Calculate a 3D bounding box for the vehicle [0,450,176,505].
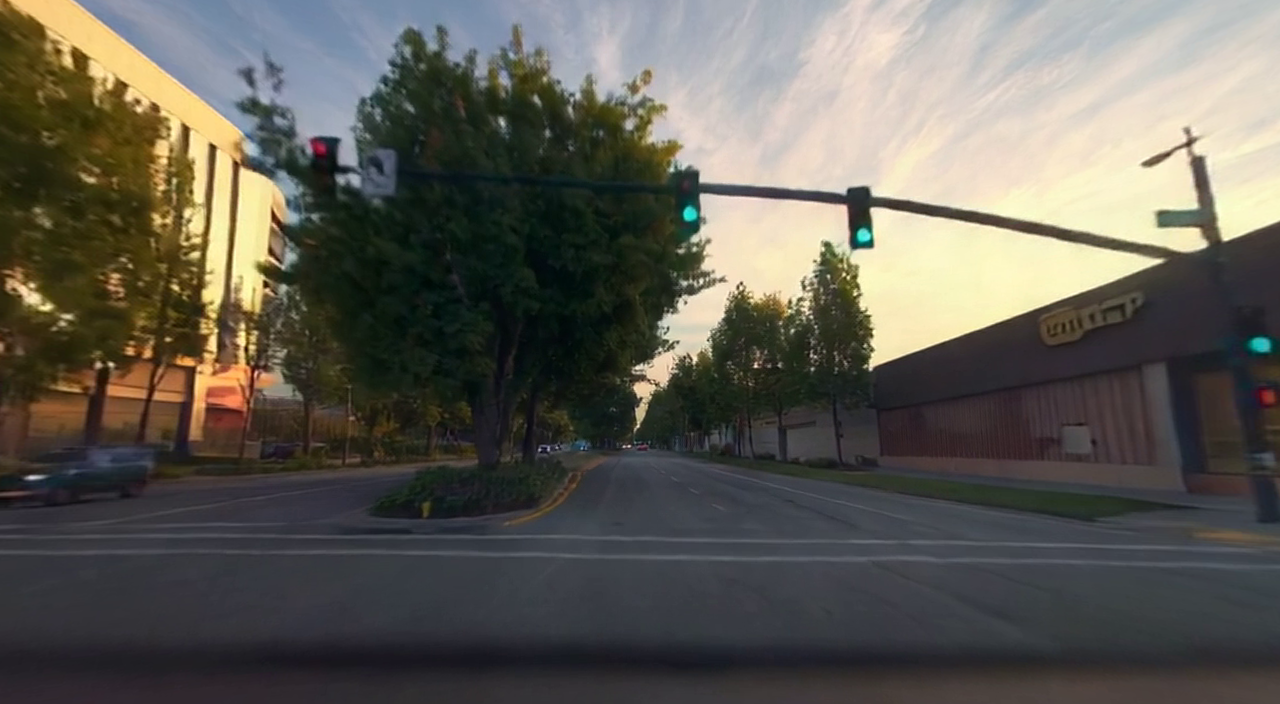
[{"bbox_3d":[-16.552,3.680,18.964,1.924,1.434,4.456,0,-9,-1],"label":"vehicle"}]
